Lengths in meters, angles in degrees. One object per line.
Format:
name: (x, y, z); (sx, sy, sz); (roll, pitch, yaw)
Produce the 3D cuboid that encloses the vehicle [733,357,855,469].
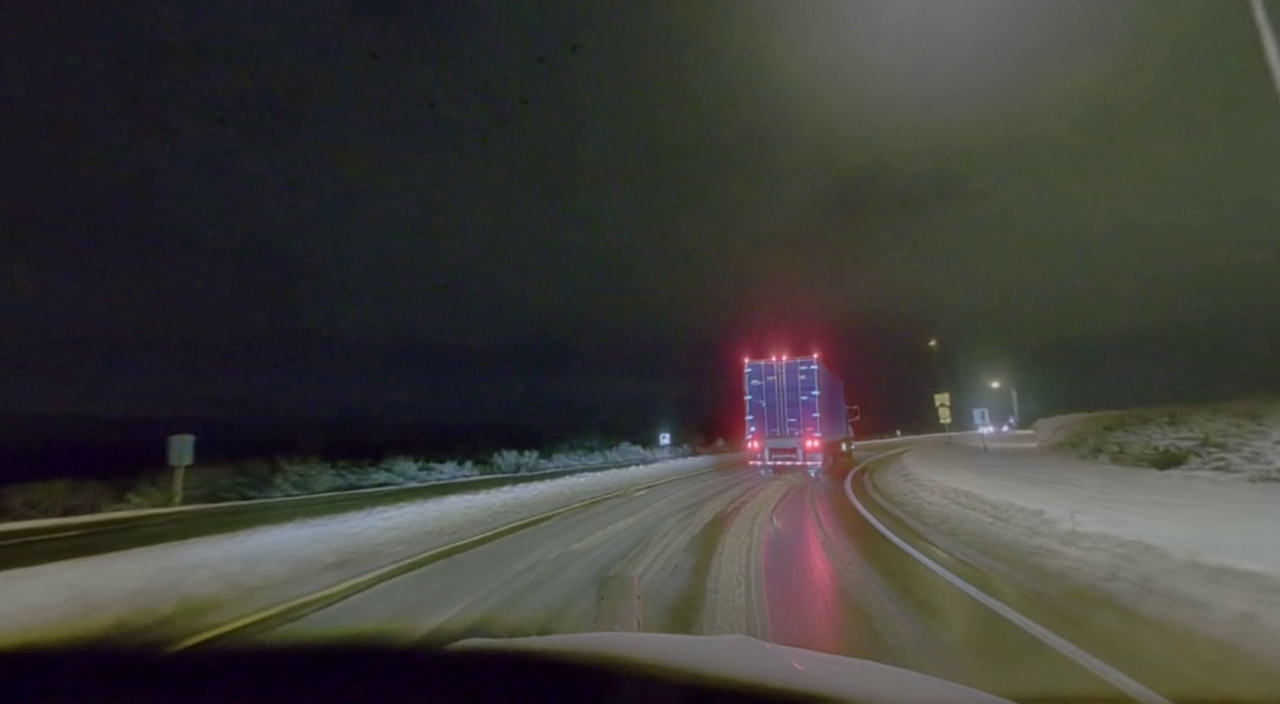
vehicle: (6.800, 2.724, 26.192); (2.837, 3.712, 10.484); (-4, -8, 24)
